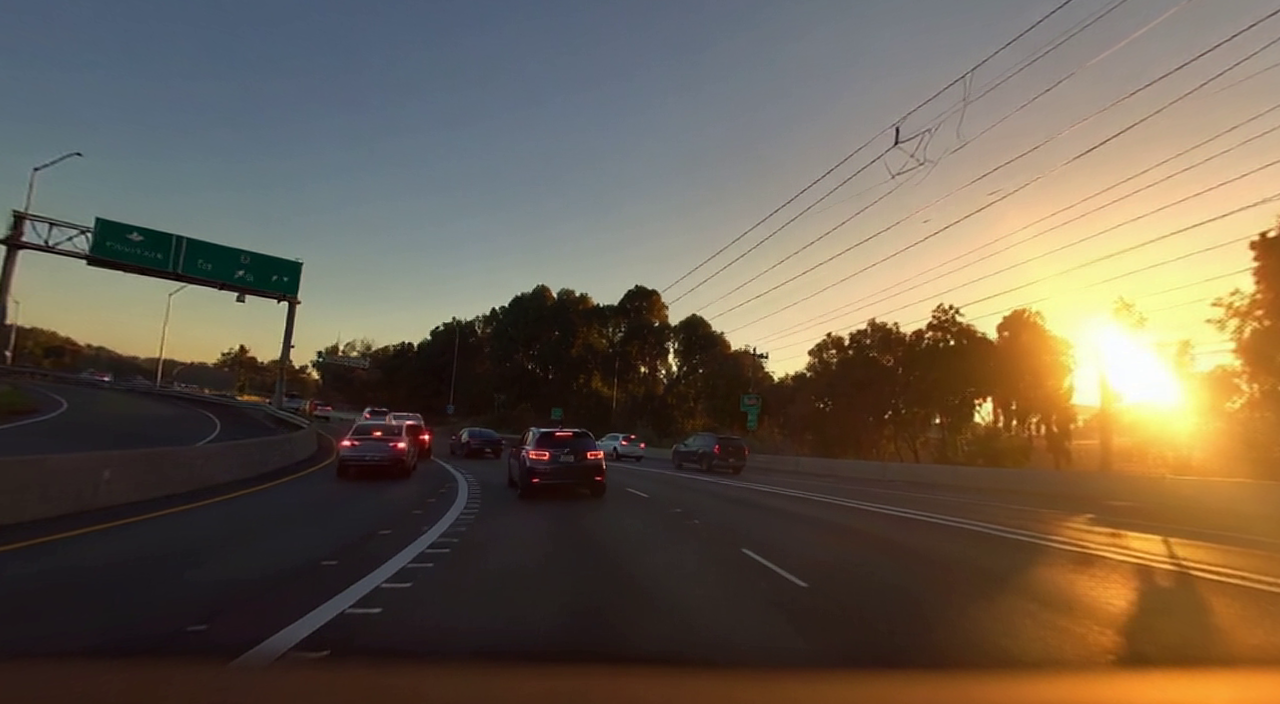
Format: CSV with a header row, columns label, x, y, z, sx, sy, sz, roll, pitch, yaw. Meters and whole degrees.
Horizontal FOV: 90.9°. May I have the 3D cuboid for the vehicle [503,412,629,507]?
label,x,y,z,sx,sy,sz,roll,pitch,yaw
vehicle,-1.803,2.311,13.917,2.140,1.724,4.304,2,-9,-15

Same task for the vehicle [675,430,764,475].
label,x,y,z,sx,sy,sz,roll,pitch,yaw
vehicle,3.419,4.471,28.269,2.079,1.807,4.682,3,-9,-19

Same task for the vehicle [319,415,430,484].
label,x,y,z,sx,sy,sz,roll,pitch,yaw
vehicle,-6.618,2.501,16.243,2.033,1.501,4.623,2,-9,-16

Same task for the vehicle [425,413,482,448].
label,x,y,z,sx,sy,sz,roll,pitch,yaw
vehicle,-10.490,4.459,35.240,2.042,1.817,4.650,5,-10,-27
